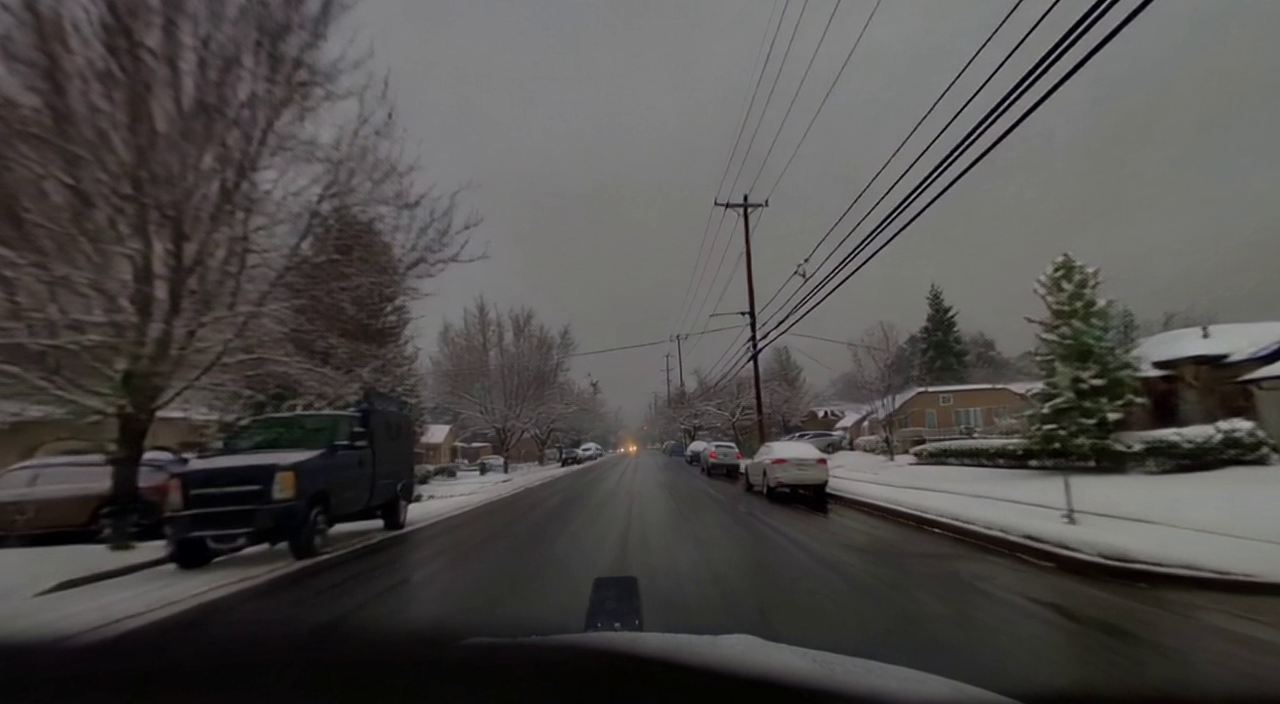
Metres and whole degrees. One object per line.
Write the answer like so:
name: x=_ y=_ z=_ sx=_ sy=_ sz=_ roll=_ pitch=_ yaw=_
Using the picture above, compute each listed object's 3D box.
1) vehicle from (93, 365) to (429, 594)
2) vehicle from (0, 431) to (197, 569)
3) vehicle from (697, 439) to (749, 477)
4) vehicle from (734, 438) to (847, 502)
vehicle: x=-6.032 y=2.120 z=11.438 sx=2.313 sy=2.875 sz=6.057 roll=-4 pitch=-9 yaw=0
vehicle: x=-11.778 y=2.638 z=11.041 sx=6.187 sy=1.991 sz=2.728 roll=-5 pitch=-9 yaw=3
vehicle: x=4.135 y=5.387 z=32.182 sx=2.105 sy=1.755 sz=4.749 roll=0 pitch=-9 yaw=1
vehicle: x=4.086 y=3.297 z=18.057 sx=2.016 sy=1.544 sz=4.645 roll=0 pitch=-9 yaw=-1
